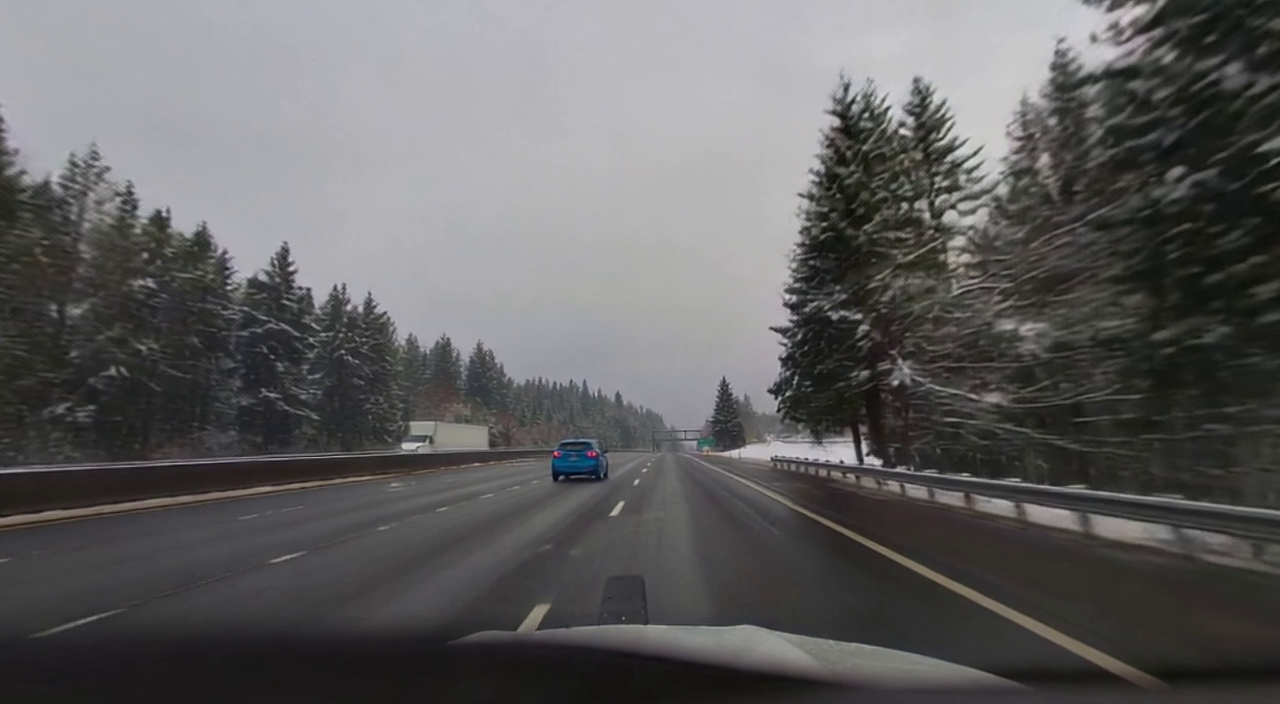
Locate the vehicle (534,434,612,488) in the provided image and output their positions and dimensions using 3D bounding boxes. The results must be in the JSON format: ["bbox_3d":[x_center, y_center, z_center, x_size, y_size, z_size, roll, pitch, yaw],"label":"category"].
[{"bbox_3d":[-2.235,3.769,22.139,2.133,1.686,4.203,-1,-8,2],"label":"vehicle"}]
